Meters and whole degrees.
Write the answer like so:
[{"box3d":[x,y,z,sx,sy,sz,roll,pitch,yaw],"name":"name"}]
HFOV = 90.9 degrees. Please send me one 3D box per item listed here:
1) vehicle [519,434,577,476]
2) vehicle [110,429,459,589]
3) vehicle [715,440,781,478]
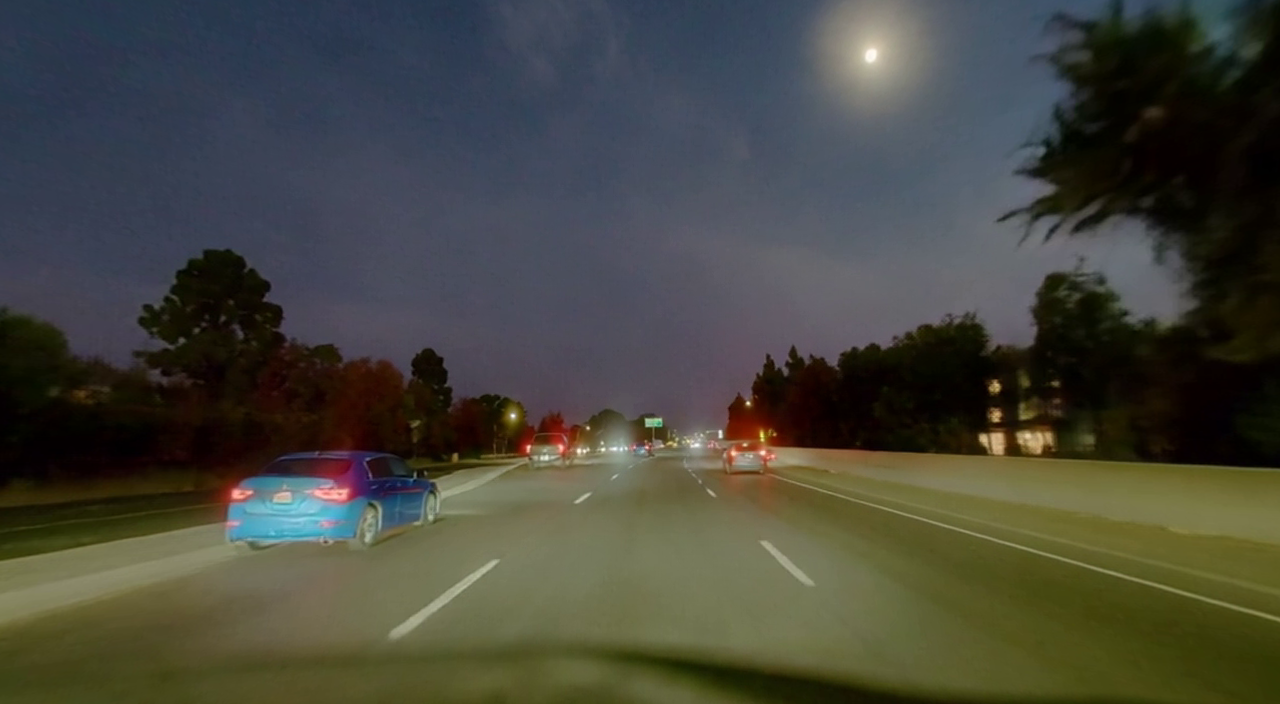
[{"box3d":[-4.255,4.852,29.956,2.122,1.847,4.696,0,-8,-1],"name":"vehicle"},{"box3d":[-3.979,1.800,8.188,1.948,1.475,4.461,0,-8,-1],"name":"vehicle"},{"box3d":[4.460,4.510,26.835,2.100,1.472,4.533,0,-8,1],"name":"vehicle"}]
